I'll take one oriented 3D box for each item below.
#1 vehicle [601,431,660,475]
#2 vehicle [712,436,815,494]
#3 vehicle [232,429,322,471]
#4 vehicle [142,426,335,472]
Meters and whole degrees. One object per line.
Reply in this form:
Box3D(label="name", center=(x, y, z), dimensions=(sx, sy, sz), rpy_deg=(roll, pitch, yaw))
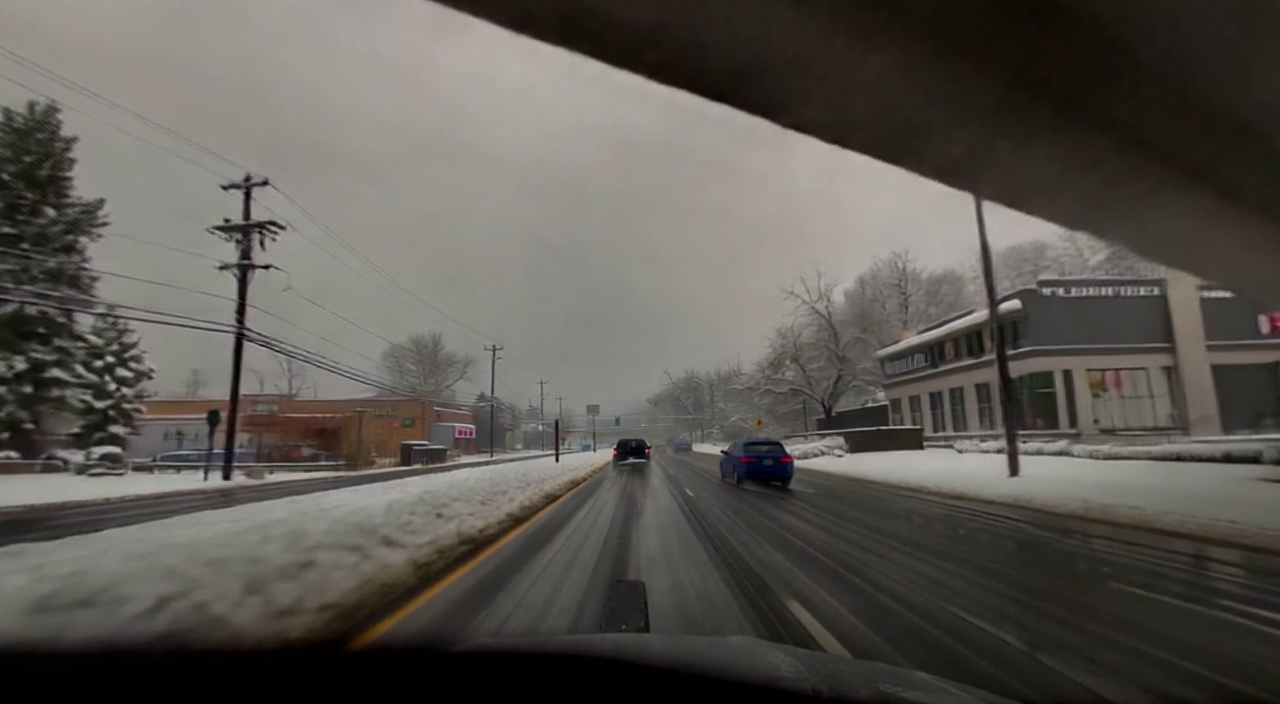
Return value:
Box3D(label="vehicle", center=(-0.388, 4.541, 28.625), dimensions=(2.441, 1.813, 4.581), rpy_deg=(0, -8, 0))
Box3D(label="vehicle", center=(3.481, 3.282, 18.705), dimensions=(1.954, 1.479, 4.557), rpy_deg=(0, -8, -2))
Box3D(label="vehicle", center=(-24.111, 6.490, 42.043), dimensions=(4.412, 2.662, 2.544), rpy_deg=(1, -9, -10))
Box3D(label="vehicle", center=(-28.112, 6.817, 44.744), dimensions=(11.007, 2.864, 3.115), rpy_deg=(0, -7, -11))
